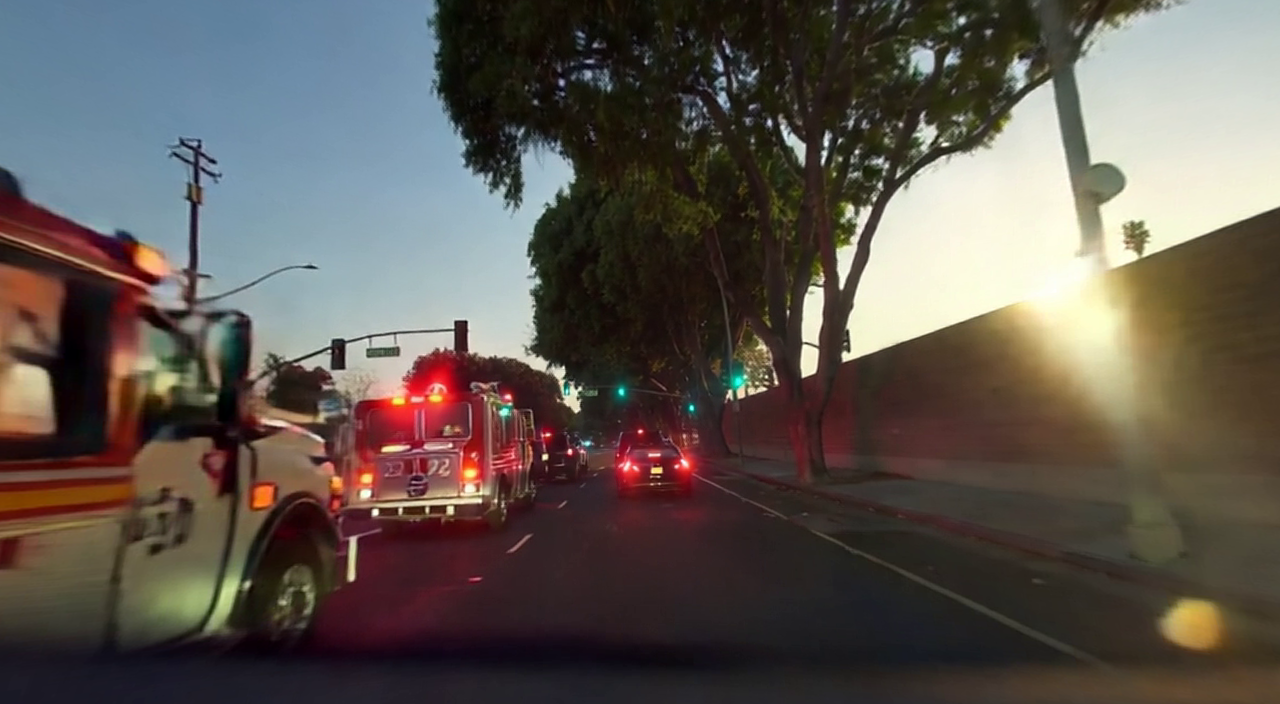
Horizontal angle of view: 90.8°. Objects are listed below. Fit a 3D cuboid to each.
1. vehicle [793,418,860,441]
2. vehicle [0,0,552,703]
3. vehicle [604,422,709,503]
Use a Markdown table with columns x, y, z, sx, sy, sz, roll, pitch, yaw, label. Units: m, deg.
| x | y | z | sx | sy | sz | roll | pitch | yaw | label |
| --- | --- | --- | --- | --- | --- | --- | --- | --- | --- |
| 14.427 | 6.000 | 48.920 | 4.528 | 1.704 | 2.073 | 2 | -9 | -14 | vehicle |
| -3.570 | 0.580 | 6.760 | 3.631 | 3.655 | 12.773 | 0 | -8 | -1 | vehicle |
| 0.252 | 2.880 | 16.914 | 2.332 | 1.831 | 4.930 | 0 | -8 | -4 | vehicle |
